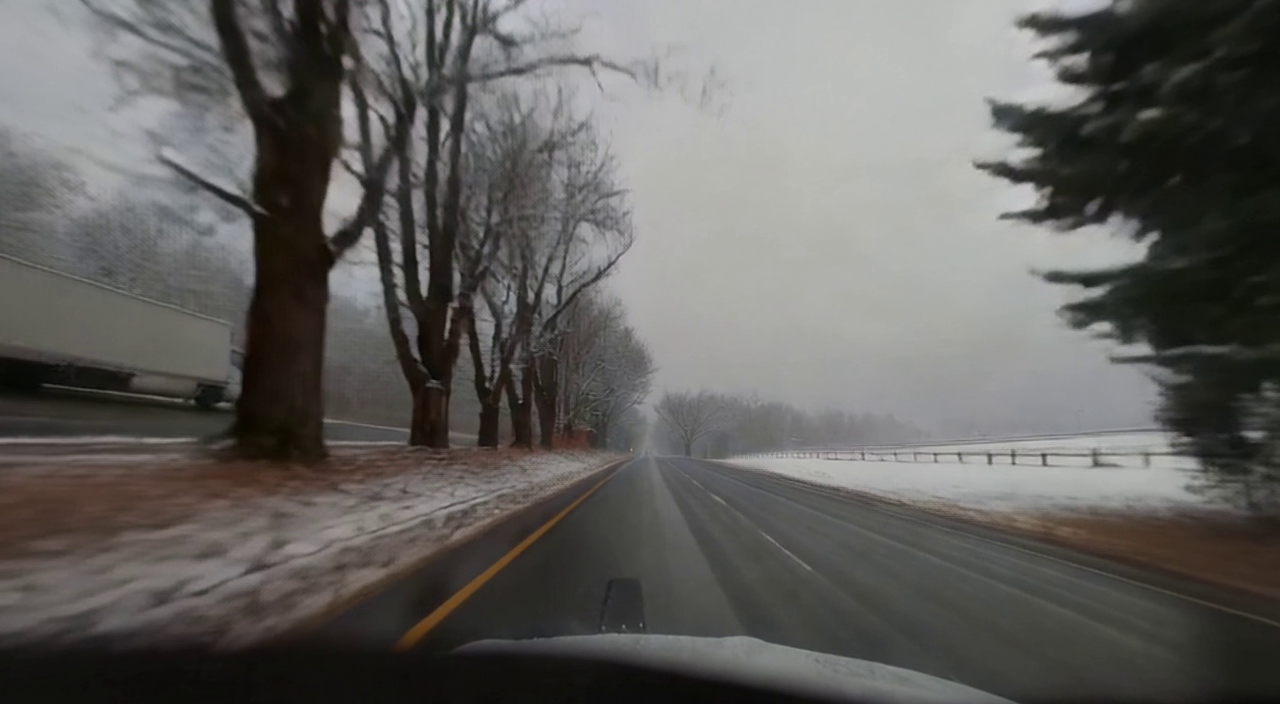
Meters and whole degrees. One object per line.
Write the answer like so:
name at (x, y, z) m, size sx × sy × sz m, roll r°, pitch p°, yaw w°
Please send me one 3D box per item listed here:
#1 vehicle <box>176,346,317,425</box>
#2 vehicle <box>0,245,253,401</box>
vehicle at (-23.924, 2.231, 39.114) m, size 3.022 × 4.324 × 8.607 m, roll -1°, pitch -5°, yaw 2°
vehicle at (-24.989, -0.784, 28.805) m, size 3.314 × 4.163 × 16.558 m, roll -1°, pitch -11°, yaw 3°
